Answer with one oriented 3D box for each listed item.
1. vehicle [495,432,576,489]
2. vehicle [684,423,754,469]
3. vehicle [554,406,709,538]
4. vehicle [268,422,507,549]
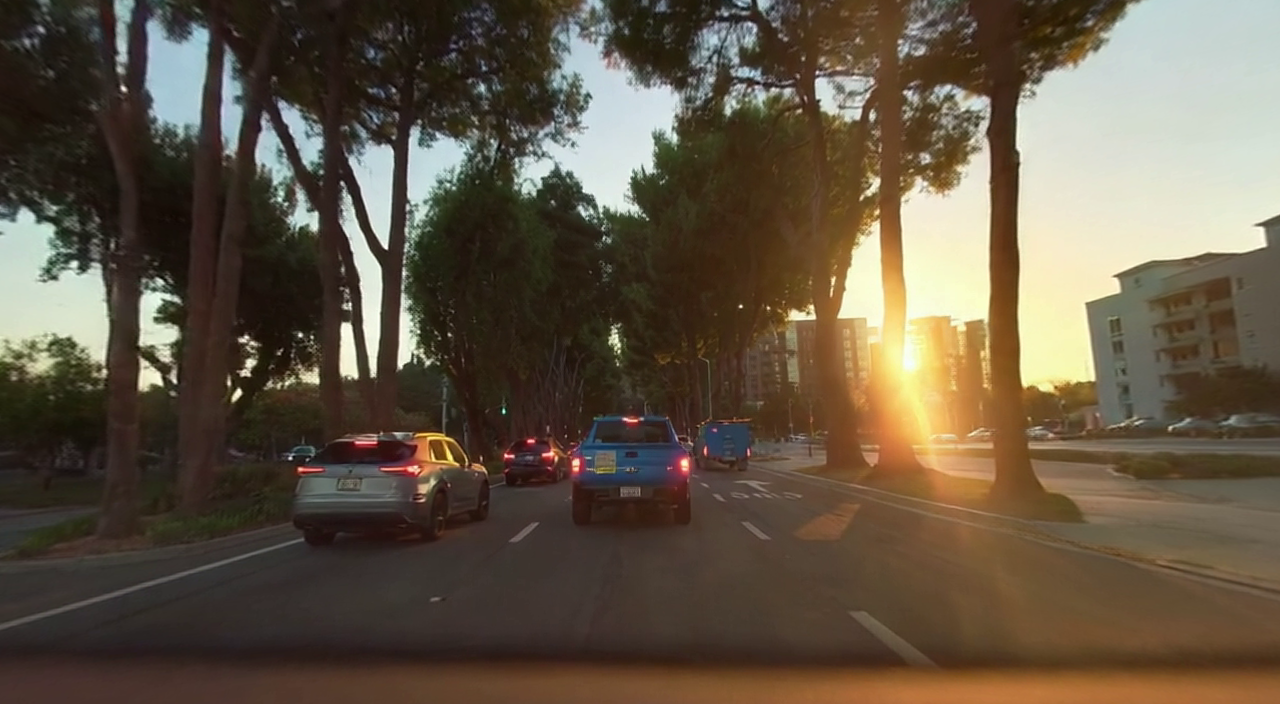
[{"bbox_3d":[-3.245,3.461,20.351,1.894,1.642,3.861,0,-8,1],"label":"vehicle"},{"bbox_3d":[3.796,4.727,31.603,2.655,2.054,6.098,0,-8,0],"label":"vehicle"},{"bbox_3d":[-0.089,1.916,10.562,2.075,1.770,4.018,0,-8,1],"label":"vehicle"},{"bbox_3d":[-3.740,2.058,10.487,1.959,1.614,4.676,0,-8,1],"label":"vehicle"}]
